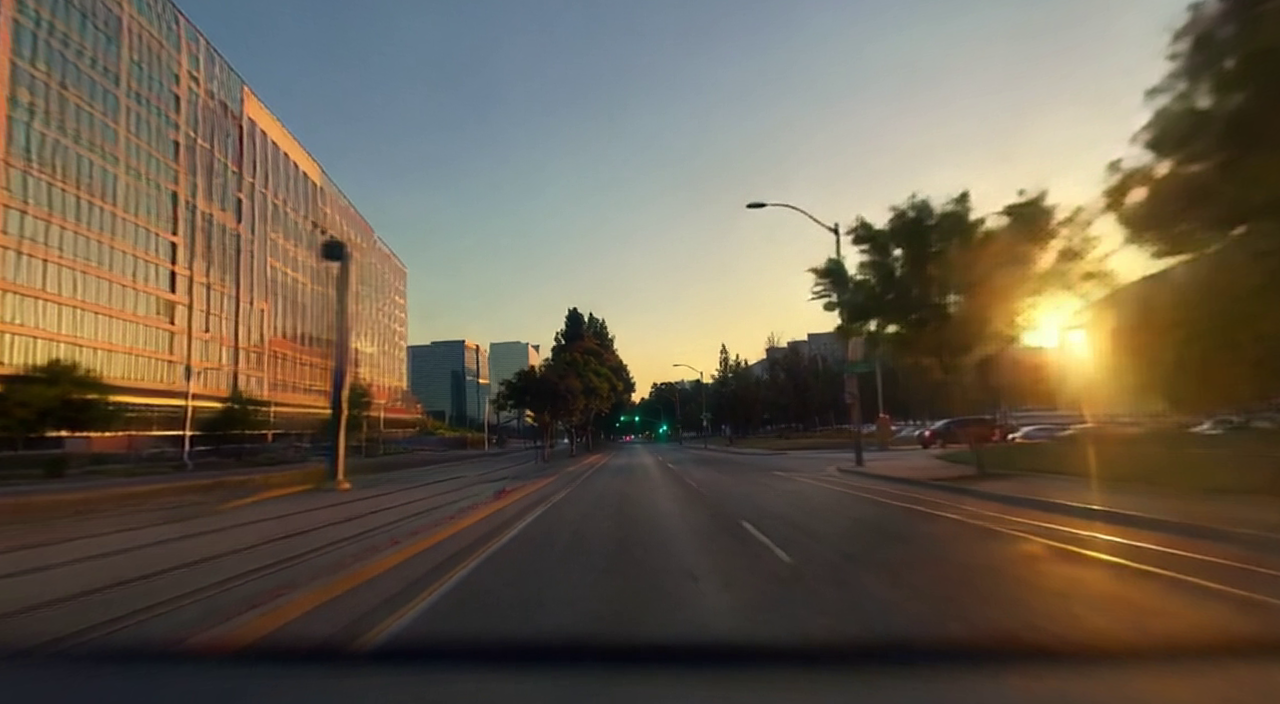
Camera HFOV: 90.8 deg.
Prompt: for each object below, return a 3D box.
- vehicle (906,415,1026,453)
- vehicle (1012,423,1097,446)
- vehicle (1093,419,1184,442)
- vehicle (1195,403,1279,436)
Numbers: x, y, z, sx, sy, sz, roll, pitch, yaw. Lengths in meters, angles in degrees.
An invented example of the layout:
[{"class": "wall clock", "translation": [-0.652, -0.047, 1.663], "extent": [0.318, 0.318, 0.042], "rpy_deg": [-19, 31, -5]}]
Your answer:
[{"class": "vehicle", "translation": [21.411, 5.350, 41.673], "extent": [6.615, 1.967, 2.328], "rpy_deg": [-3, -6, -5]}, {"class": "vehicle", "translation": [28.166, 5.632, 42.977], "extent": [4.468, 1.455, 2.006], "rpy_deg": [1, -9, -8]}, {"class": "vehicle", "translation": [34.451, 5.448, 43.700], "extent": [4.817, 1.503, 2.002], "rpy_deg": [1, -9, -8]}, {"class": "vehicle", "translation": [34.315, 3.789, 35.198], "extent": [5.078, 1.697, 1.987], "rpy_deg": [0, -9, -7]}]
